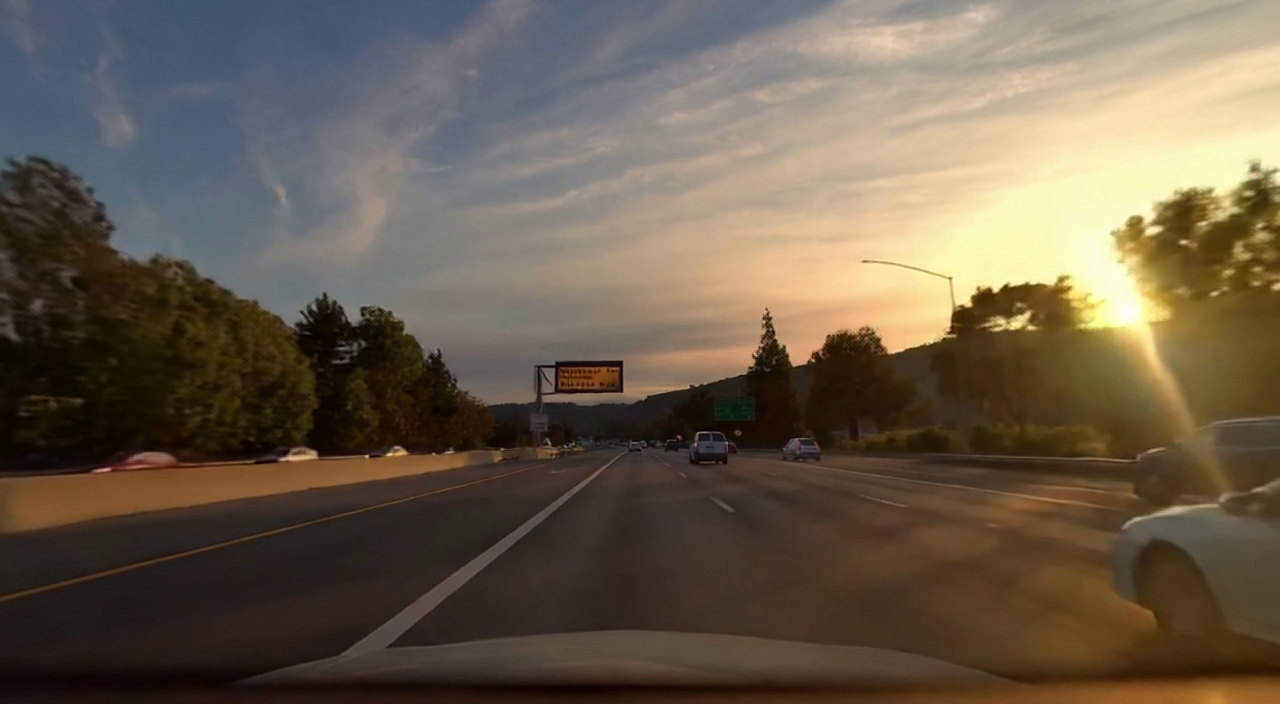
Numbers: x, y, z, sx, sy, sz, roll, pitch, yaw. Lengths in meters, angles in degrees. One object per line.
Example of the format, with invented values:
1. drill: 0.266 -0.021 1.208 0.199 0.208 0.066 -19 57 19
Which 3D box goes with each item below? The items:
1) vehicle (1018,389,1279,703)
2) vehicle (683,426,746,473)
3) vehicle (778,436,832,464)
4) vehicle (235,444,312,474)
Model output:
1. vehicle: 3.598 0.825 1.928 1.978 1.535 4.705 -1 -8 1
2. vehicle: 3.369 4.562 29.696 2.218 1.964 5.662 0 -8 0
3. vehicle: 10.504 6.297 40.595 2.045 1.658 4.598 0 -8 -2
4. vehicle: -25.127 7.332 43.445 2.225 1.894 5.092 -1 -8 0
